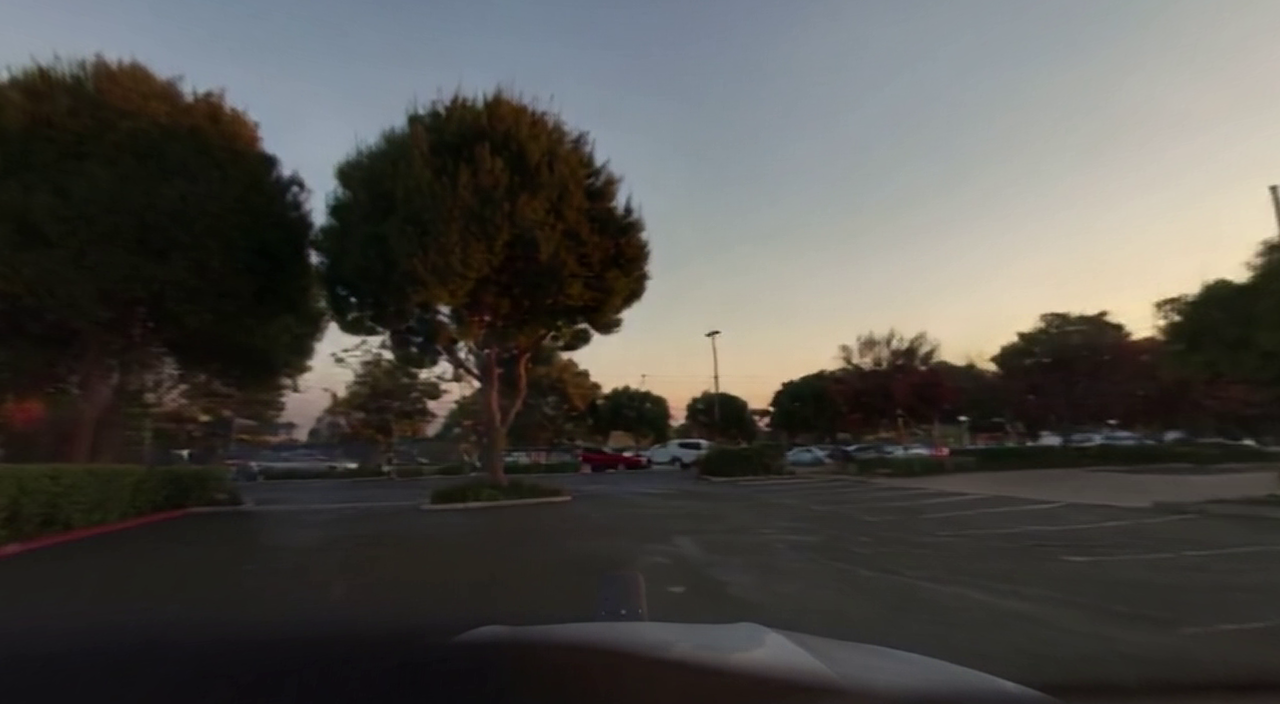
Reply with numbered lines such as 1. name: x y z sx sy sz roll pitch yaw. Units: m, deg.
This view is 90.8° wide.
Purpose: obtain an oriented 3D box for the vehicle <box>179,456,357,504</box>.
1. vehicle: -12.418 4.286 21.464 4.772 1.441 1.976 2 -9 -13

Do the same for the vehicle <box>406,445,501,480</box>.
1. vehicle: -10.398 6.175 35.527 4.939 1.664 2.055 1 -5 -14

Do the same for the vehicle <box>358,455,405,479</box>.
1. vehicle: -16.756 7.454 41.121 2.190 1.441 3.759 2 -9 -13

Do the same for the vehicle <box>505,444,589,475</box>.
1. vehicle: -5.440 6.292 36.878 4.666 1.634 1.816 3 -13 -15

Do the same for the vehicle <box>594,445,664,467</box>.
1. vehicle: -0.761 7.278 44.440 4.601 1.484 1.839 3 -9 -20

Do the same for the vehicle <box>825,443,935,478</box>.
1. vehicle: 10.435 4.715 27.562 4.106 1.449 1.760 2 -9 -14

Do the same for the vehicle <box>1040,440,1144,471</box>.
1. vehicle: 21.572 4.933 30.197 4.059 1.388 1.726 2 -9 -14

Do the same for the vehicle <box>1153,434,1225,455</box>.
1. vehicle: 42.710 7.179 49.209 3.754 1.531 1.895 -1 -8 -1

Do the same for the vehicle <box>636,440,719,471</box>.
1. vehicle: 2.303 6.324 38.823 4.660 1.687 1.981 2 -6 -17
